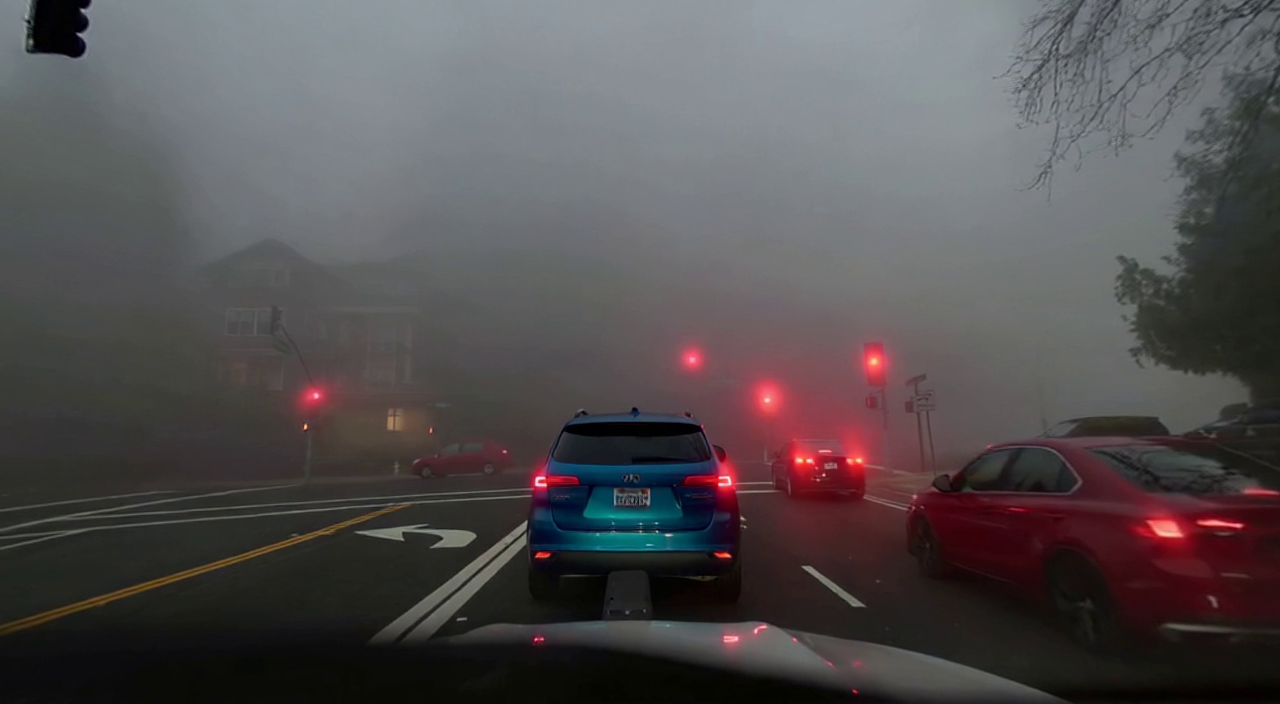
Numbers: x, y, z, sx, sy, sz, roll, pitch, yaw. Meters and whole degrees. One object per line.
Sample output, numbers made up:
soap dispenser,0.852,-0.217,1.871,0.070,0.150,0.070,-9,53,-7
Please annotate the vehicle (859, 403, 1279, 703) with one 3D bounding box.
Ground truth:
vehicle,3.710,1.353,5.362,2.077,1.527,4.755,0,-8,2

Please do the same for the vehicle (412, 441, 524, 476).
vehicle,-7.922,4.851,29.068,4.723,1.486,1.800,4,-9,-25

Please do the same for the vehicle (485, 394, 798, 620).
vehicle,0.045,1.472,6.945,2.322,1.667,4.367,0,-8,1

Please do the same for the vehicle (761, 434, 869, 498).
vehicle,4.579,3.045,17.201,1.934,1.506,4.282,-1,-8,3
